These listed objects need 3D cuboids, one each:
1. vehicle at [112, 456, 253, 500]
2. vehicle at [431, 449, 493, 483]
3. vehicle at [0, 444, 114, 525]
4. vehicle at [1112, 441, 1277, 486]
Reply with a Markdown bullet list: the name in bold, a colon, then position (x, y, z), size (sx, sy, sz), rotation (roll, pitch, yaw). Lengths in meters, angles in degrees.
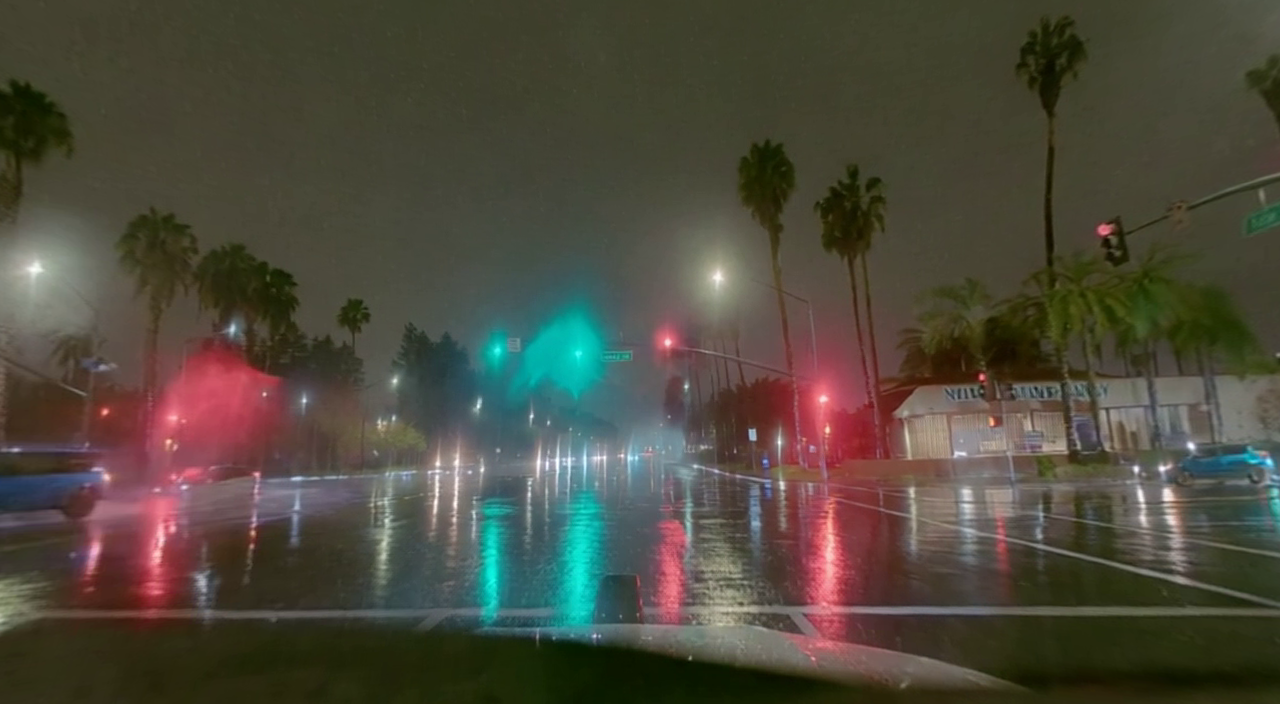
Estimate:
- **vehicle**: position (-17.597, 4.828, 24.668), size (1.874, 1.467, 4.768), rotation (0, -9, 1)
- **vehicle**: position (-9.696, 6.233, 34.814), size (2.074, 1.681, 4.417), rotation (0, -9, 0)
- **vehicle**: position (-14.404, 2.813, 13.515), size (2.074, 1.671, 4.755), rotation (0, -9, 2)
- **vehicle**: position (22.231, 4.474, 25.497), size (4.533, 1.676, 2.236), rotation (0, -9, -1)
